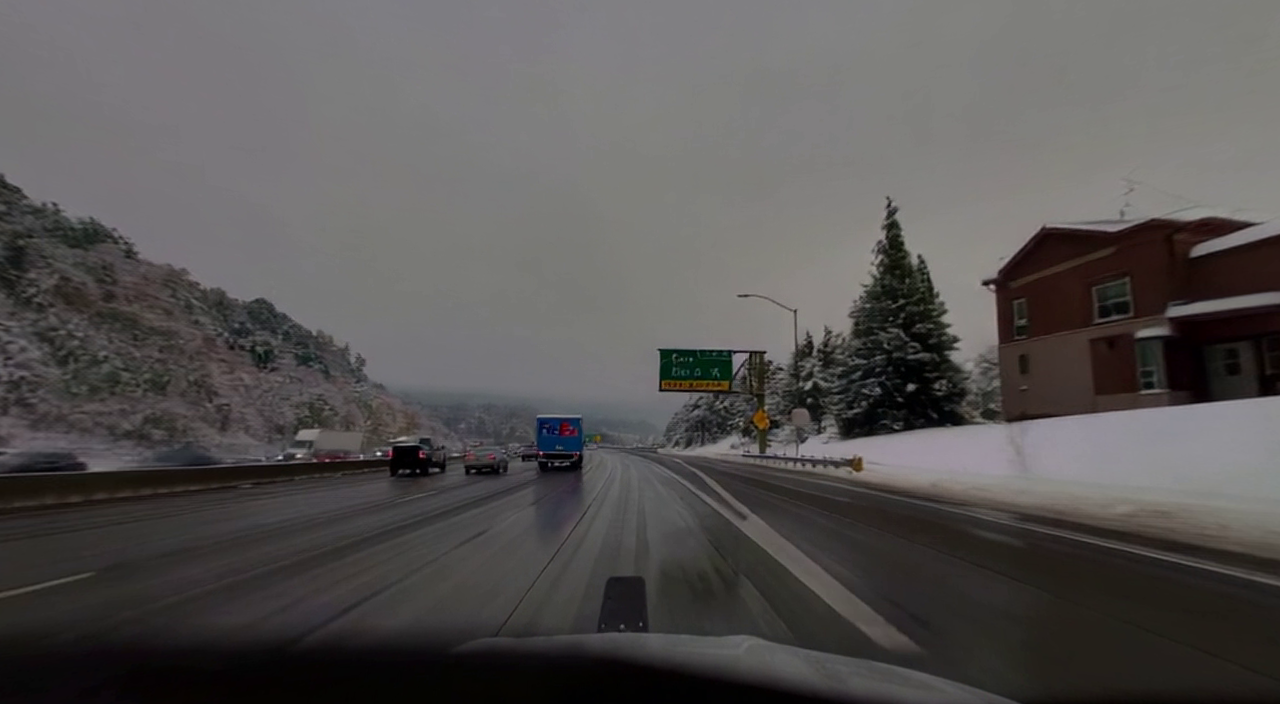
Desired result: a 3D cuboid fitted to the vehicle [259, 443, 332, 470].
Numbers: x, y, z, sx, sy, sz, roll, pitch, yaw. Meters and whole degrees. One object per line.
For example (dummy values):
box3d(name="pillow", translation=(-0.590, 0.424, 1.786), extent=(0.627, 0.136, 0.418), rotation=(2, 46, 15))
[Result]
box3d(name="vehicle", translation=(-21.233, 6.456, 39.116), extent=(2.002, 1.540, 4.662), rotation=(0, -8, -1))

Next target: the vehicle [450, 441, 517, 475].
box3d(name="vehicle", translation=(-8.564, 5.830, 35.042), extent=(2.461, 1.767, 4.991), rotation=(0, -8, -1))

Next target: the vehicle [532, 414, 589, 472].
box3d(name="vehicle", translation=(-4.785, 5.663, 39.248), extent=(2.798, 3.212, 7.573), rotation=(0, -8, -2))

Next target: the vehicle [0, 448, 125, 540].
box3d(name="vehicle", translation=(-11.613, 2.419, 10.772), extent=(1.879, 1.431, 4.425), rotation=(2, -8, 0))

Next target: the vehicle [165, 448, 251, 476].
box3d(name="vehicle", translation=(-24.913, 6.330, 36.635), extent=(1.829, 1.450, 4.706), rotation=(0, -8, -2))

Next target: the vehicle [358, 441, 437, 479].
box3d(name="vehicle", translation=(-12.260, 5.461, 32.247), extent=(2.188, 1.784, 4.724), rotation=(0, -8, -1))
